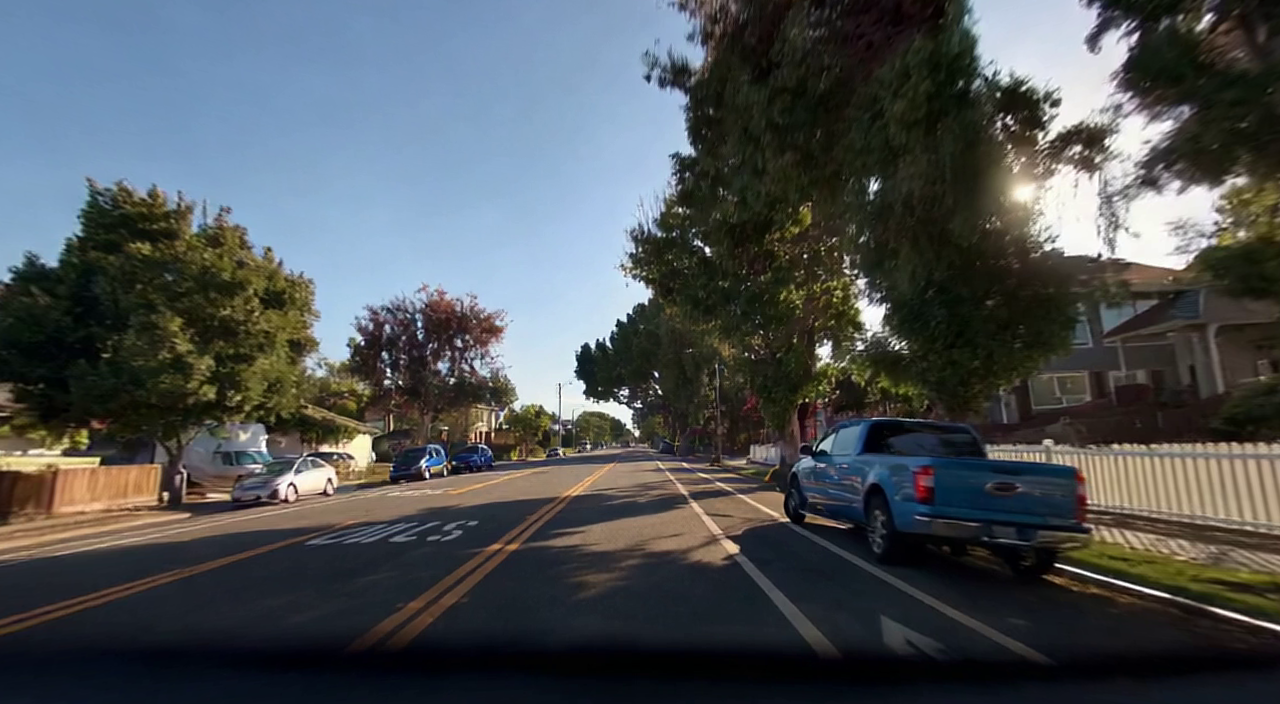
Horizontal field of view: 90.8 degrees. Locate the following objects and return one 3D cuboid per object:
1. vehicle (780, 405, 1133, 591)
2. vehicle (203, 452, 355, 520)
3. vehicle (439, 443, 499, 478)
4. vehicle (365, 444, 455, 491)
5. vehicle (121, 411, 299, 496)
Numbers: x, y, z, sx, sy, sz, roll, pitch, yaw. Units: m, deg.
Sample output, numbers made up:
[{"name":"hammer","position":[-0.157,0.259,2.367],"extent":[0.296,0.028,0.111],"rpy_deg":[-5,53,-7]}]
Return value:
[{"name":"vehicle","position":[3.941,1.949,9.499],"extent":[2.407,1.926,5.615],"rpy_deg":[0,-9,0]},{"name":"vehicle","position":[-11.282,4.156,20.228],"extent":[2.186,1.532,4.751],"rpy_deg":[-5,-7,-1]},{"name":"vehicle","position":[-11.071,7.025,41.404],"extent":[2.241,1.944,5.709],"rpy_deg":[-4,-8,0]},{"name":"vehicle","position":[-11.102,5.578,31.065],"extent":[2.341,1.835,5.570],"rpy_deg":[-3,-7,0]},{"name":"vehicle","position":[-17.995,4.309,27.100],"extent":[2.725,3.122,6.348],"rpy_deg":[-2,-9,5]}]
